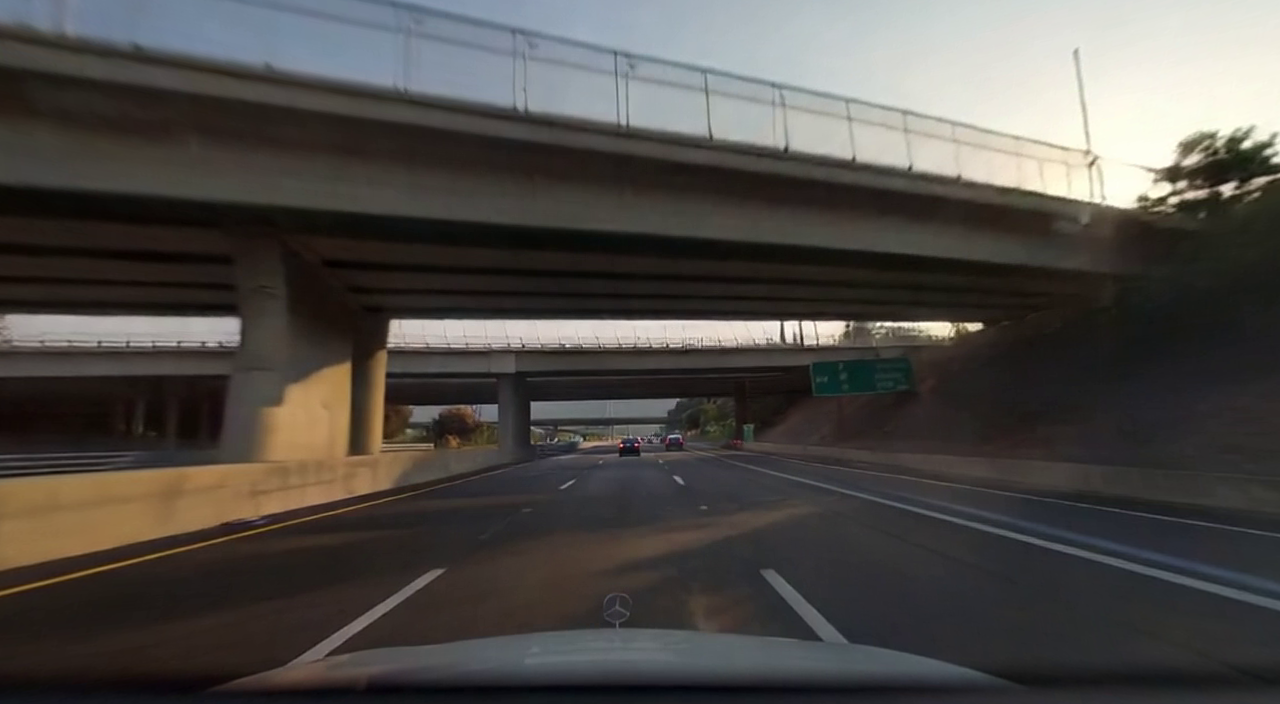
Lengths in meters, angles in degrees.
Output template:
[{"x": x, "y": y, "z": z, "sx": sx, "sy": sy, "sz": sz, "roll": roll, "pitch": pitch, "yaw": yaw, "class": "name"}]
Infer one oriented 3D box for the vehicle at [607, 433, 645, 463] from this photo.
[{"x": -0.780, "y": 5.424, "z": 35.784, "sx": 2.039, "sy": 1.589, "sz": 4.324, "roll": 0, "pitch": -8, "yaw": -1, "class": "vehicle"}]
